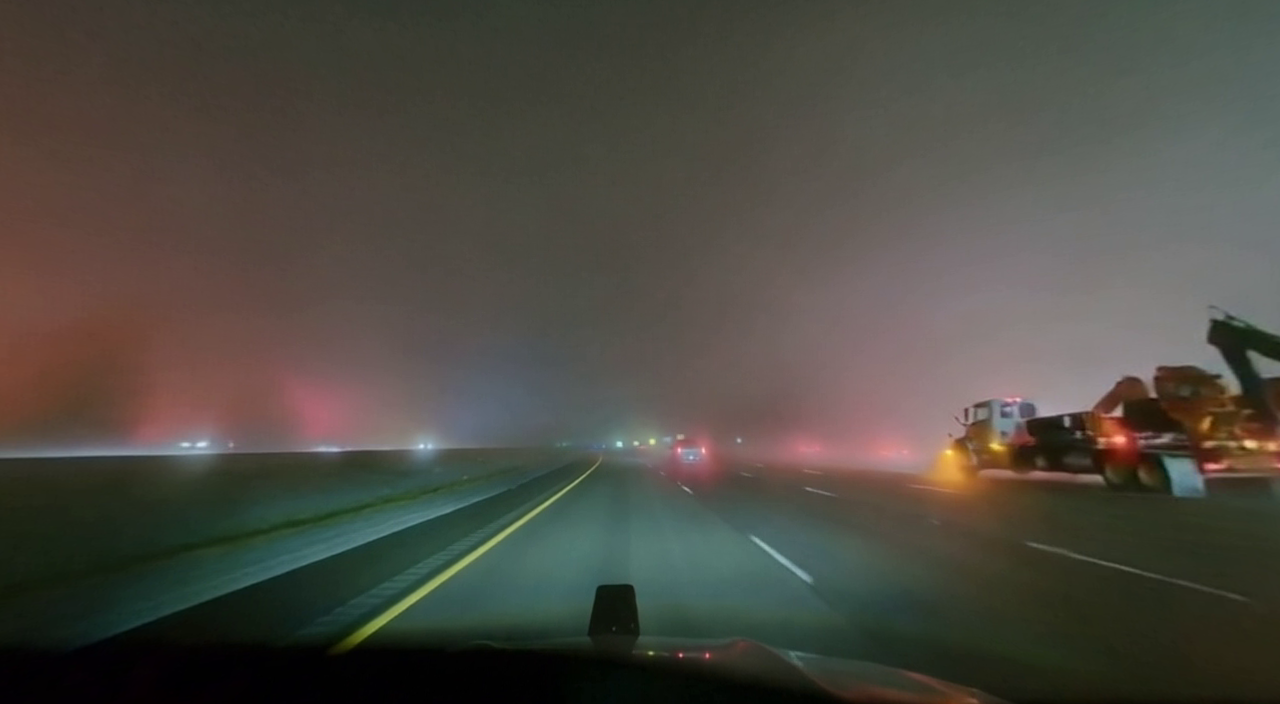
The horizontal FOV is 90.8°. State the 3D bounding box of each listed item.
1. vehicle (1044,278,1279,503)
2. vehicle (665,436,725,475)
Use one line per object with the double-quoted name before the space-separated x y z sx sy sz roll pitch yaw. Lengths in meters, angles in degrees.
"vehicle" 14.488 0.610 11.771 3.968 4.321 14.566 -2 -8 -1
"vehicle" 2.541 4.952 30.518 2.305 1.729 4.526 0 -8 -3
